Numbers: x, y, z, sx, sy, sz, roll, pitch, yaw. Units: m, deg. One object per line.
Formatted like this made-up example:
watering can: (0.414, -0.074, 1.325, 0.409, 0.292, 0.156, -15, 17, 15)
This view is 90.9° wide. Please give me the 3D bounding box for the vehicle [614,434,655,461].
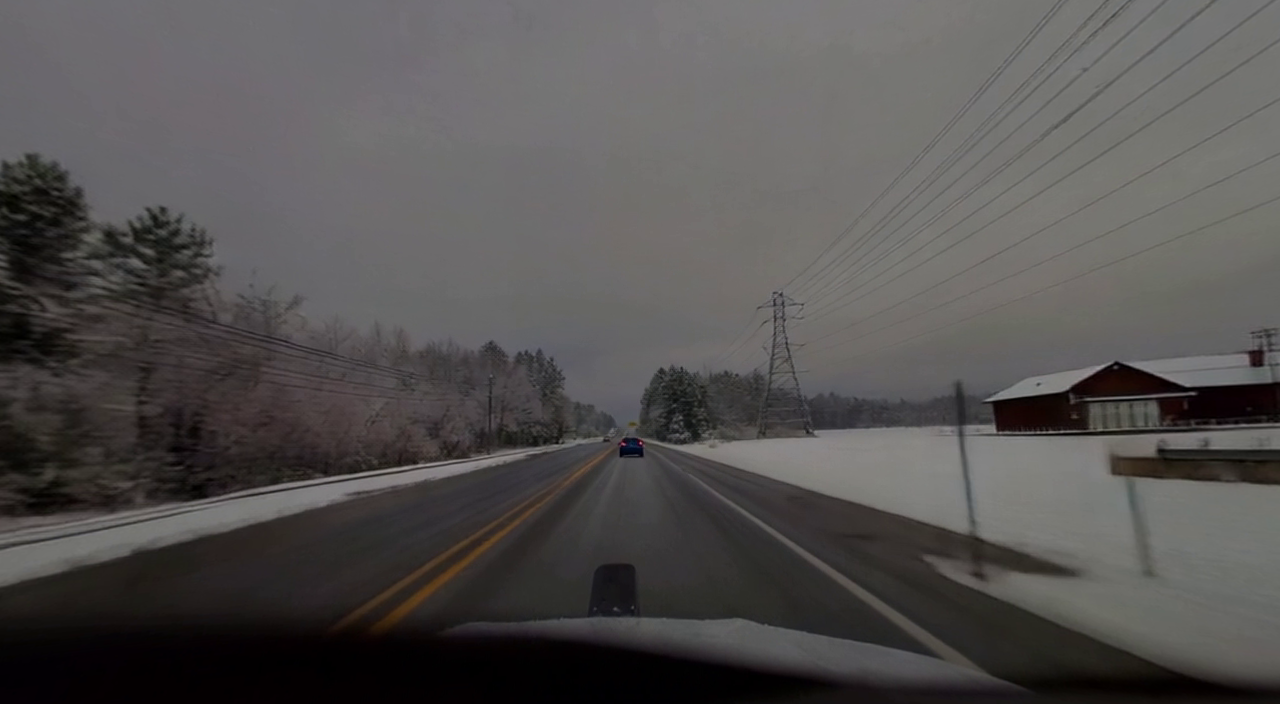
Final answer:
vehicle: (-0.337, 5.550, 36.665, 2.241, 1.471, 3.829, 0, -8, -1)
